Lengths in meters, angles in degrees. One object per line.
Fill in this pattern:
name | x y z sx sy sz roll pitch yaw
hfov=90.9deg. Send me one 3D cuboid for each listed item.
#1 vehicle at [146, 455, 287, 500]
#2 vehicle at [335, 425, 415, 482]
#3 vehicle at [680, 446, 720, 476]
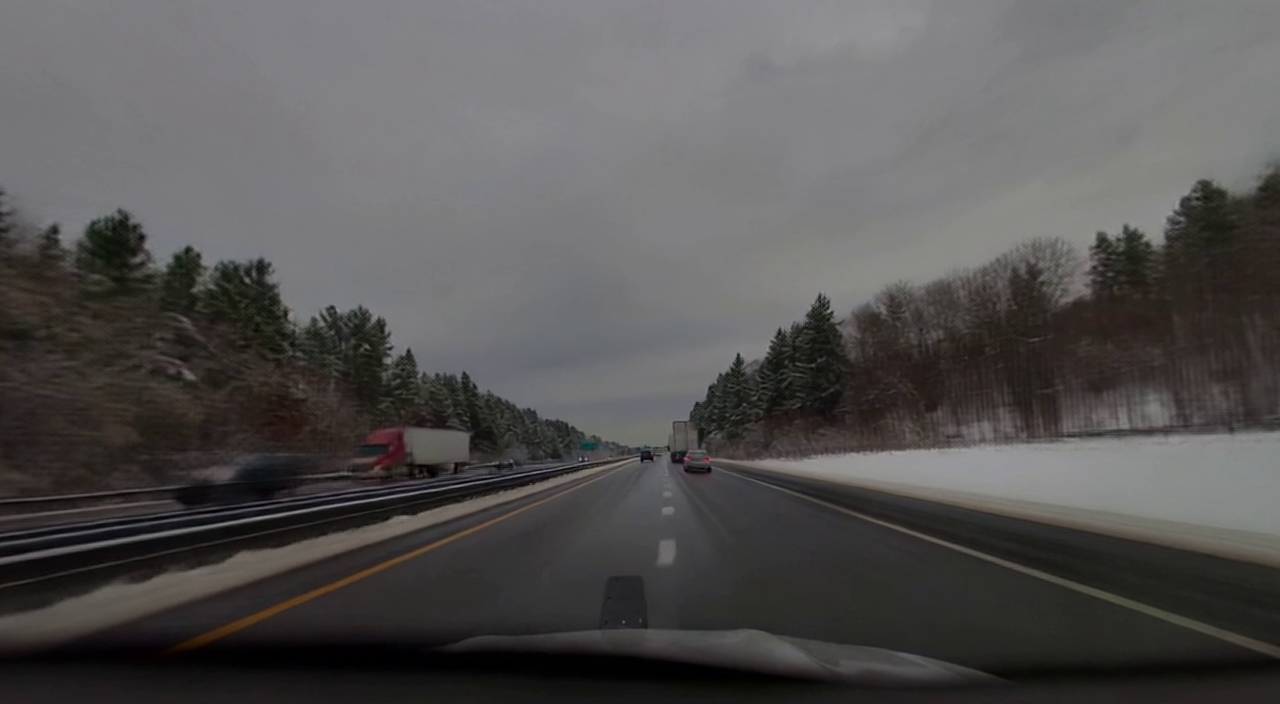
vehicle | -16.144 4.770 24.339 2.397 1.546 4.216 0 -9 2
vehicle | -19.285 7.436 46.368 3.014 3.887 5.930 0 -9 2
vehicle | 3.486 6.414 37.400 2.096 1.653 4.185 0 -9 2
